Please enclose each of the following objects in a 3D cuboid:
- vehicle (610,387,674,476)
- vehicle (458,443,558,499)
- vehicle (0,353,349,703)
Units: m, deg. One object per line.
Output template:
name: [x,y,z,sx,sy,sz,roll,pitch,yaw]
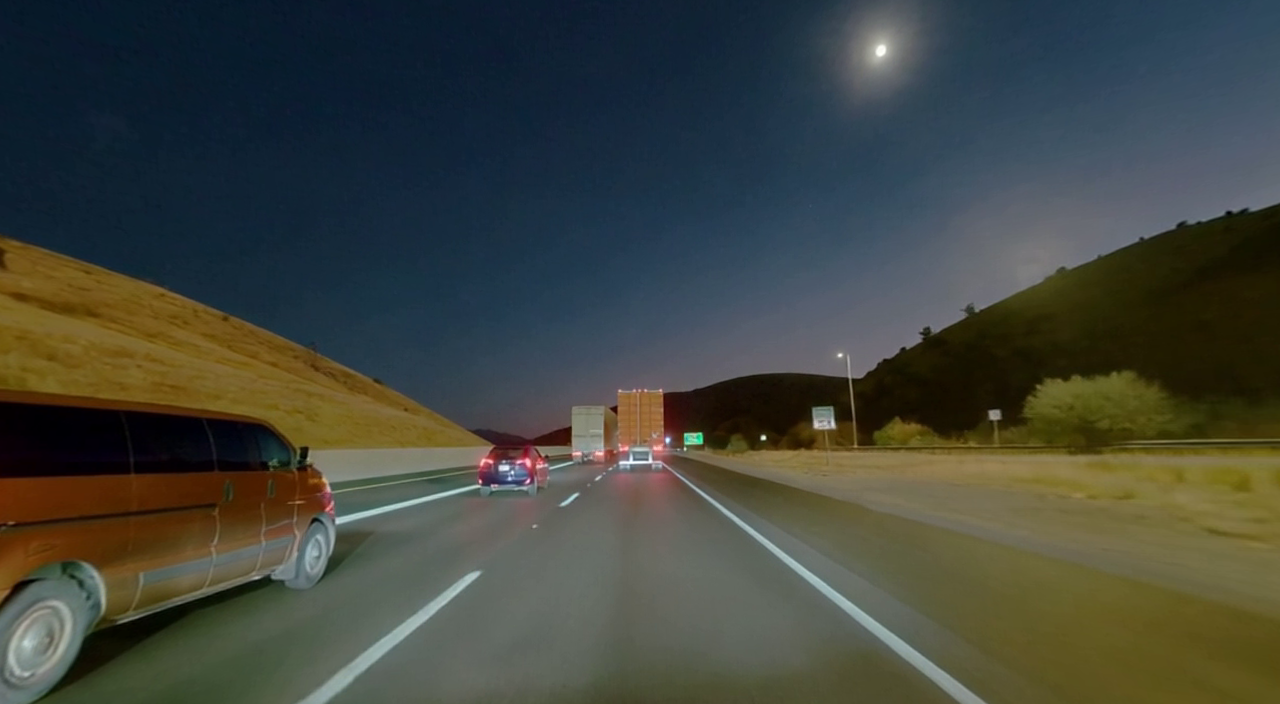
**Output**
vehicle: [0.242,4.372,33.978,2.913,3.988,10.874,-1,-8,2]
vehicle: [-3.708,3.405,18.541,1.950,1.446,4.224,0,-8,1]
vehicle: [-4.159,1.068,4.130,2.136,1.779,4.875,0,-8,0]
